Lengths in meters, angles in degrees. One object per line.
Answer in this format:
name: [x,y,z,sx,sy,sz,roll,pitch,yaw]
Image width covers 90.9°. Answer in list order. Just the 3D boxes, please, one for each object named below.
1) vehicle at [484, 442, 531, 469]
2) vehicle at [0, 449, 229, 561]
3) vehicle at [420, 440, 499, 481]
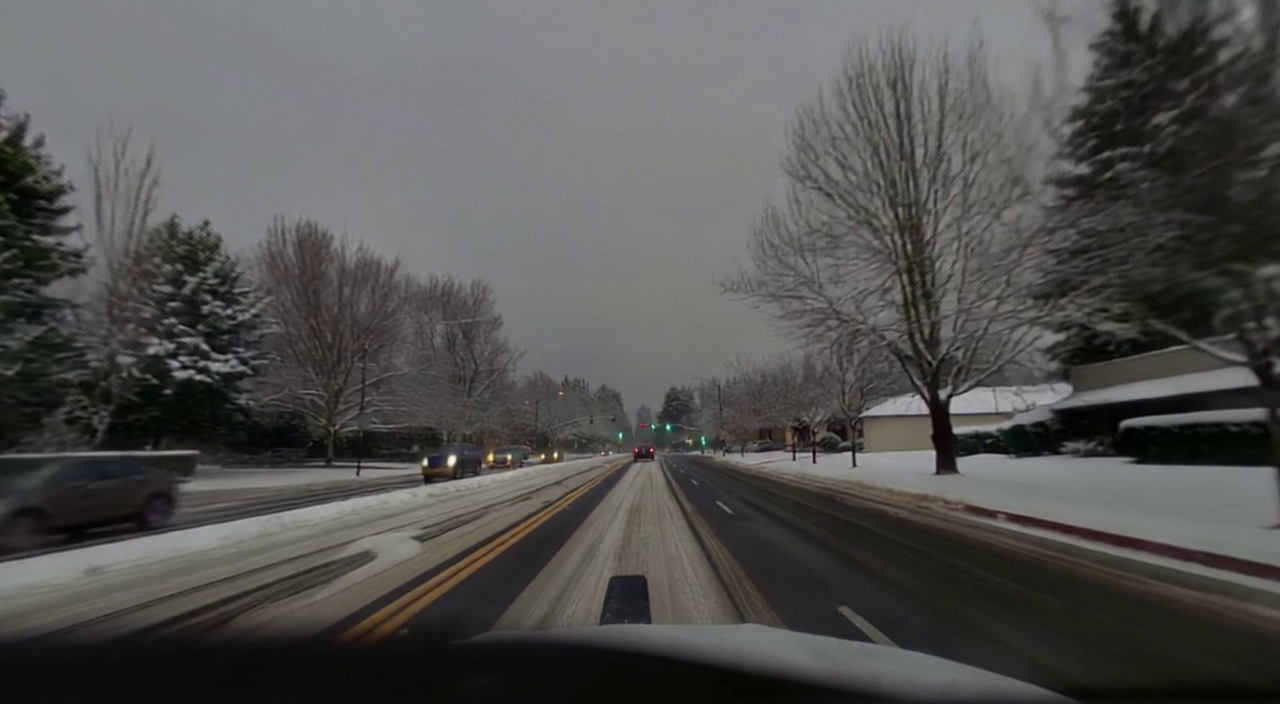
vehicle: [-9.268,7.256,44.479,2.230,1.777,4.797,-1,-8,1]
vehicle: [-9.965,2.482,10.964,2.084,1.517,5.096,-1,-8,2]
vehicle: [-8.500,5.127,30.165,2.250,1.747,4.492,-1,-8,2]
